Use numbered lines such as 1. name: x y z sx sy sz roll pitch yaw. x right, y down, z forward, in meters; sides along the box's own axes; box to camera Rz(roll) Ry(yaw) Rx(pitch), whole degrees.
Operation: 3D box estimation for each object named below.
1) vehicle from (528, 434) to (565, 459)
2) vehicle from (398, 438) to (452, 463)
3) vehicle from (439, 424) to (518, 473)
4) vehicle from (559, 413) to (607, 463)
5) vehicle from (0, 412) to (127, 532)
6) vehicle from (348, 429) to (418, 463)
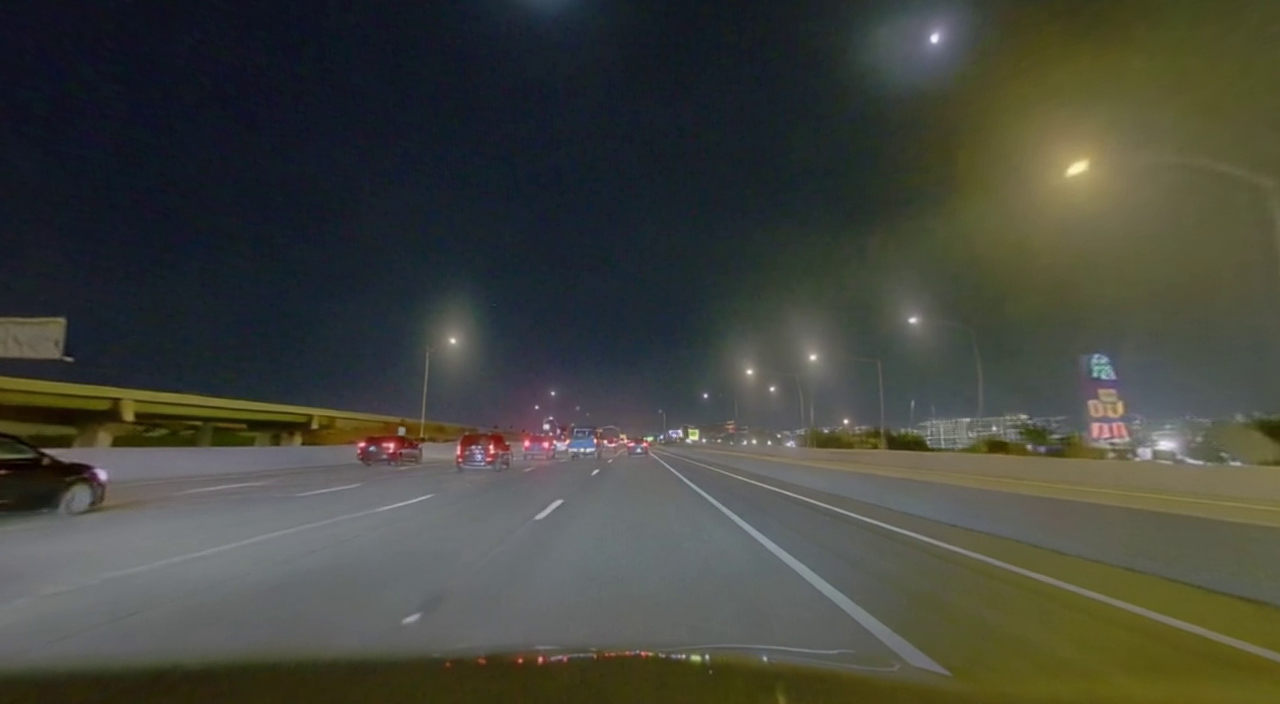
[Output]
1. vehicle: -7.002 7.143 47.529 2.109 1.784 4.709 0 -8 -1
2. vehicle: -13.509 6.196 39.689 1.899 1.485 4.368 0 -8 0
3. vehicle: -6.928 4.215 27.492 2.179 1.948 4.618 0 -8 1
4. vehicle: -3.399 5.332 38.781 2.301 2.843 6.458 0 -8 0
5. vehicle: -10.141 1.694 8.775 1.940 1.706 4.678 0 -8 0
6. vehicle: -17.091 6.285 42.146 2.258 2.139 5.495 0 -8 2
